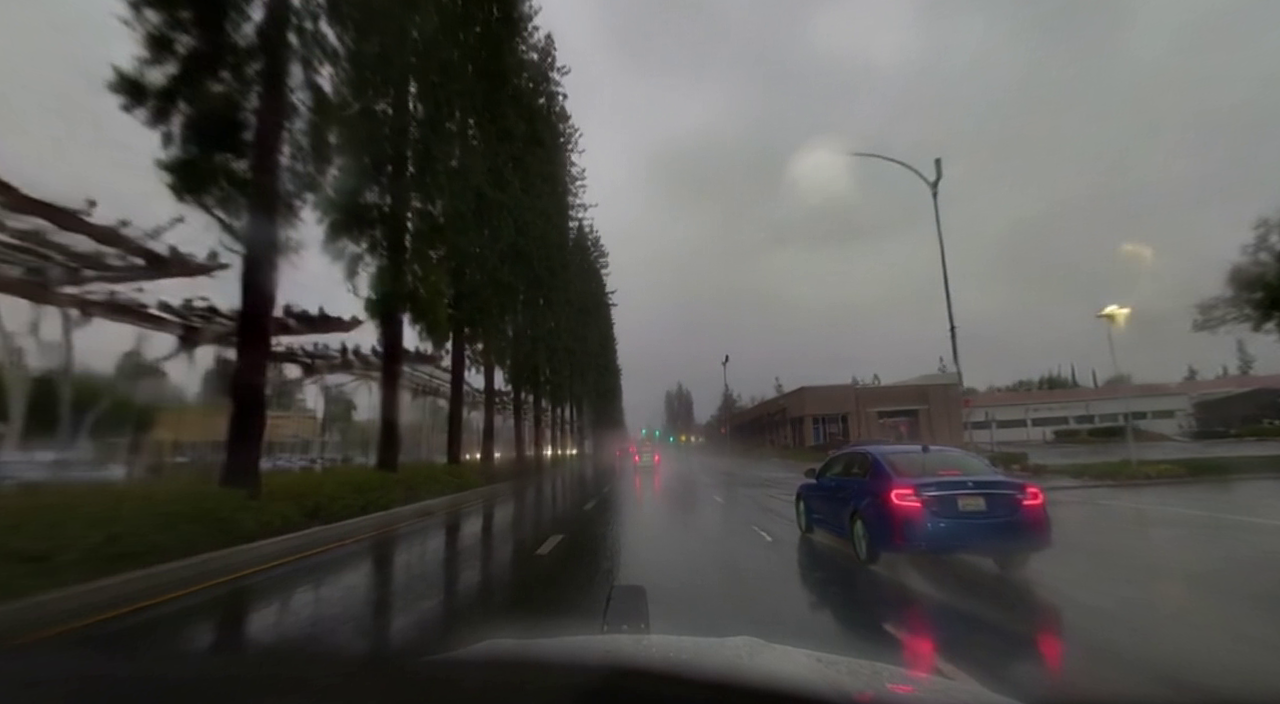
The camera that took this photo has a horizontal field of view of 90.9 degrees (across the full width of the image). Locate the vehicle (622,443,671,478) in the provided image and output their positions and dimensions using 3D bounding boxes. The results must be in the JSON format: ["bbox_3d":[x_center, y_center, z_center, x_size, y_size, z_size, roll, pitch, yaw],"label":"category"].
[{"bbox_3d":[0.286,5.089,29.938,2.144,1.505,4.128,0,-9,0],"label":"vehicle"}]

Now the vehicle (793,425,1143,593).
[{"bbox_3d":[3.512,1.750,7.943,2.067,1.497,4.327,0,-9,0],"label":"vehicle"}]

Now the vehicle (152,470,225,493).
[{"bbox_3d":[-31.864,9.097,44.464,4.557,1.468,1.938,-4,-9,23],"label":"vehicle"}]
